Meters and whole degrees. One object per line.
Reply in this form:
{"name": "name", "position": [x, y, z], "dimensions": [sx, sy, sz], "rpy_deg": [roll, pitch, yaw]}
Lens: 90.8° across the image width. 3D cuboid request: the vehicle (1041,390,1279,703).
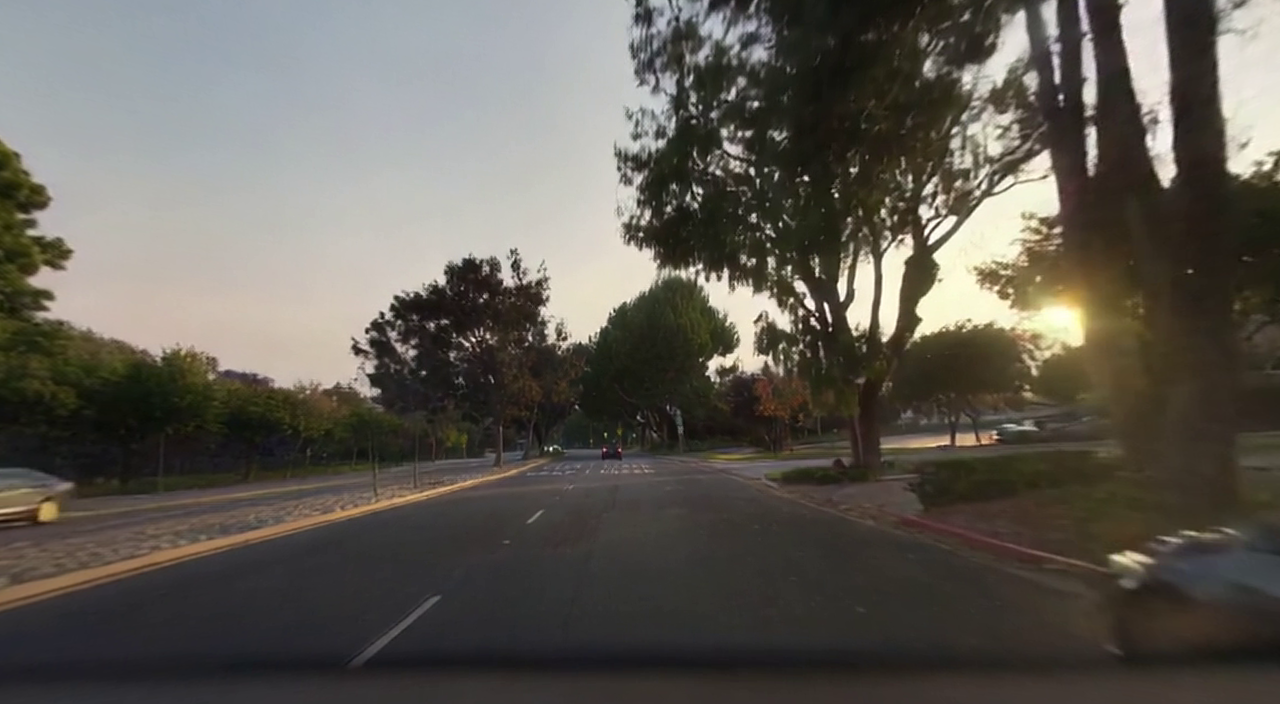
{"name": "vehicle", "position": [3.446, 0.791, 1.601], "dimensions": [1.989, 1.504, 4.342], "rpy_deg": [0, -8, 0]}
